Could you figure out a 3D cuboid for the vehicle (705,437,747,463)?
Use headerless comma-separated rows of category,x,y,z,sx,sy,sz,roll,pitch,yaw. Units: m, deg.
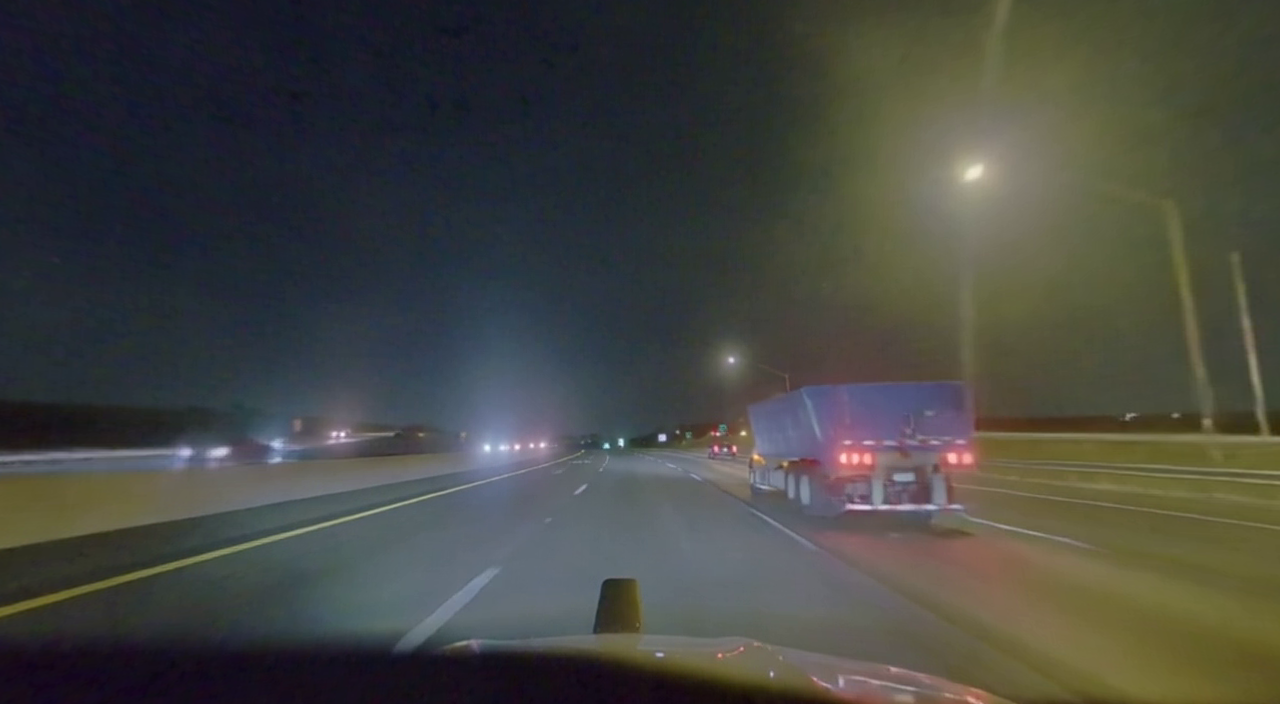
vehicle,6.000,6.934,44.658,2.104,1.723,4.538,0,-9,-3

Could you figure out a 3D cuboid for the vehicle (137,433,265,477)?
vehicle,-20.156,4.757,29.373,2.362,1.865,5.180,0,-8,-2

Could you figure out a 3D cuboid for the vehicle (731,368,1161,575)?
vehicle,3.637,1.769,10.325,2.981,2.053,7.897,0,-8,-1
